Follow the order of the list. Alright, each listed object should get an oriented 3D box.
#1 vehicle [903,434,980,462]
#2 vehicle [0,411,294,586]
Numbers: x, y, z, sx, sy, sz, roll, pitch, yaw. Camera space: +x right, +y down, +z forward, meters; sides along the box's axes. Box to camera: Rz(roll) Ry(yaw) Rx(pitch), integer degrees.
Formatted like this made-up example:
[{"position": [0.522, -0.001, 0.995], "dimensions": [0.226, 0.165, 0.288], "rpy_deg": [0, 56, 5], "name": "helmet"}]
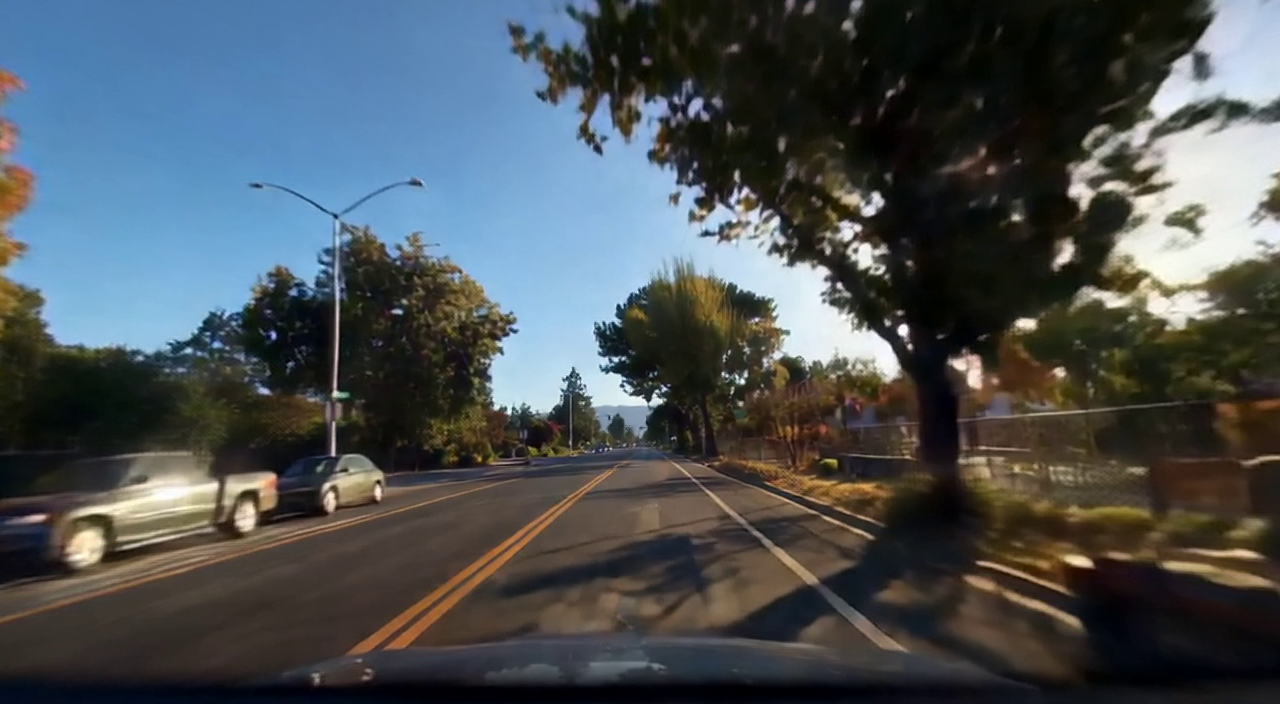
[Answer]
[{"position": [20.392, 6.518, 42.789], "dimensions": [4.151, 1.730, 2.131], "rpy_deg": [0, -9, 5], "name": "vehicle"}, {"position": [-7.931, 2.074, 10.031], "dimensions": [2.138, 2.038, 4.717], "rpy_deg": [-4, -7, 2], "name": "vehicle"}]
